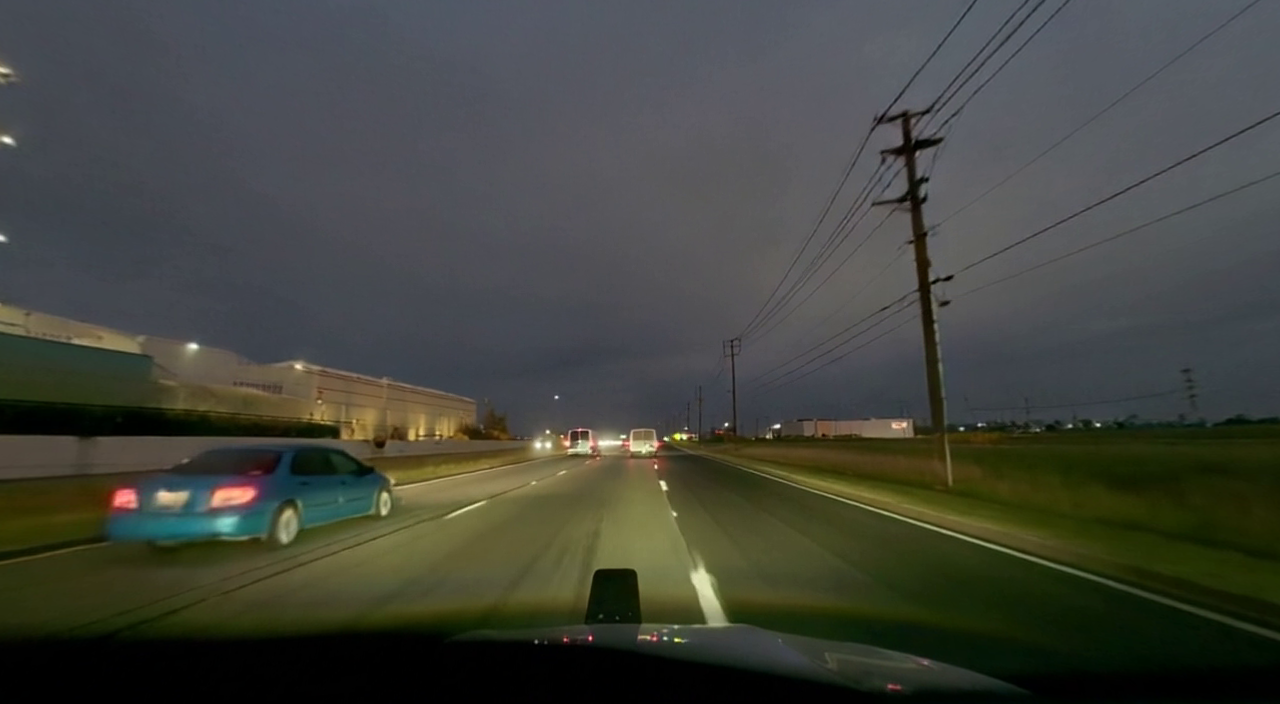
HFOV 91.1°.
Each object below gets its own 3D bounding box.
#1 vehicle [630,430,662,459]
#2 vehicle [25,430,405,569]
[{"bbox_3d":[0.390,6.852,46.650,2.213,1.997,4.456,0,-8,-1],"label":"vehicle"},{"bbox_3d":[-5.443,1.901,9.160,2.087,1.464,4.853,0,-8,1],"label":"vehicle"}]
